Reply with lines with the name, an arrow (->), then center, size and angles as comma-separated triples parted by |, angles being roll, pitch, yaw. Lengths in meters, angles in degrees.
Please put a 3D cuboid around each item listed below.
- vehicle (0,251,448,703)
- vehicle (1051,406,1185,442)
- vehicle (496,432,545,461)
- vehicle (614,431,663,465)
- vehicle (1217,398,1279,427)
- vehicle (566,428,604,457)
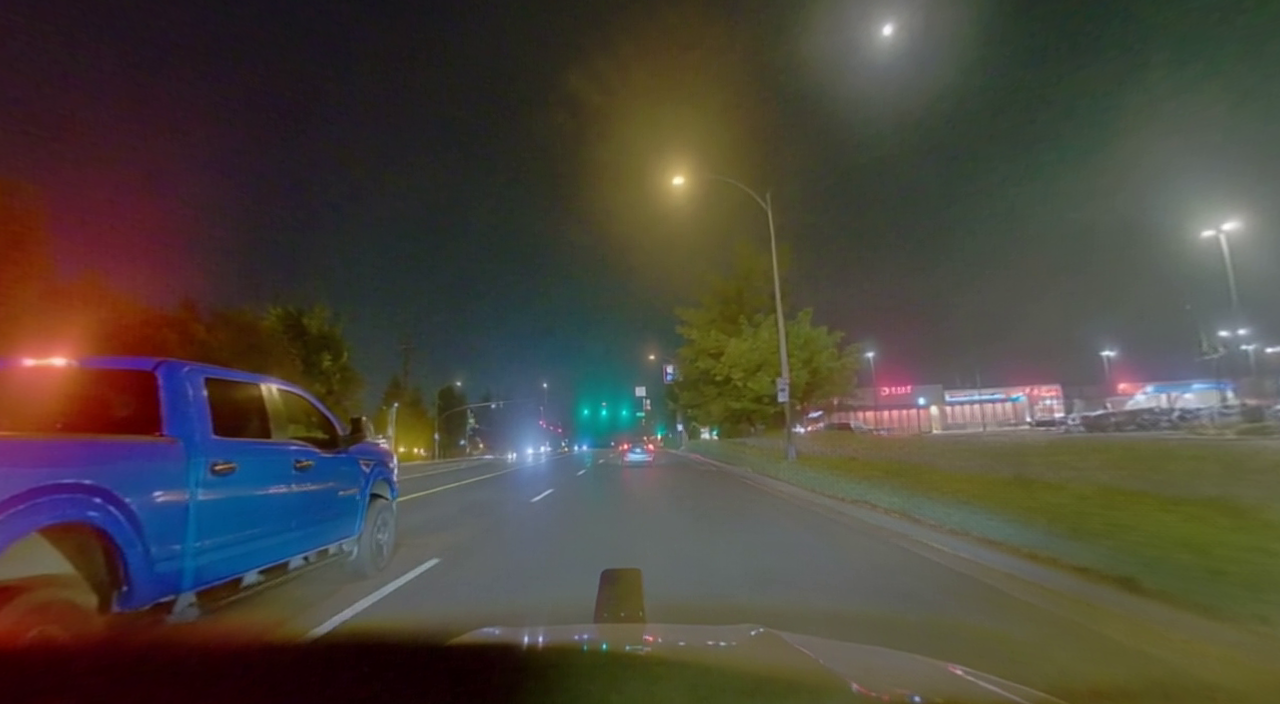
vehicle -> -3.581, 0.863, 3.618 | 2.552, 2.079, 6.810 | 0, -8, 2
vehicle -> 22.770, 3.513, 30.178 | 4.767, 1.443, 1.978 | -6, -10, 29
vehicle -> -7.947, 6.340, 42.185 | 2.146, 1.788, 5.153 | 0, -8, 1
vehicle -> -0.086, 4.673, 30.611 | 2.191, 1.530, 4.470 | 0, -8, -1
vehicle -> 39.697, 3.973, 40.541 | 4.665, 1.645, 2.163 | 5, -10, -30
vehicle -> -3.875, 6.503, 45.099 | 2.243, 1.976, 4.514 | 0, -8, 1
